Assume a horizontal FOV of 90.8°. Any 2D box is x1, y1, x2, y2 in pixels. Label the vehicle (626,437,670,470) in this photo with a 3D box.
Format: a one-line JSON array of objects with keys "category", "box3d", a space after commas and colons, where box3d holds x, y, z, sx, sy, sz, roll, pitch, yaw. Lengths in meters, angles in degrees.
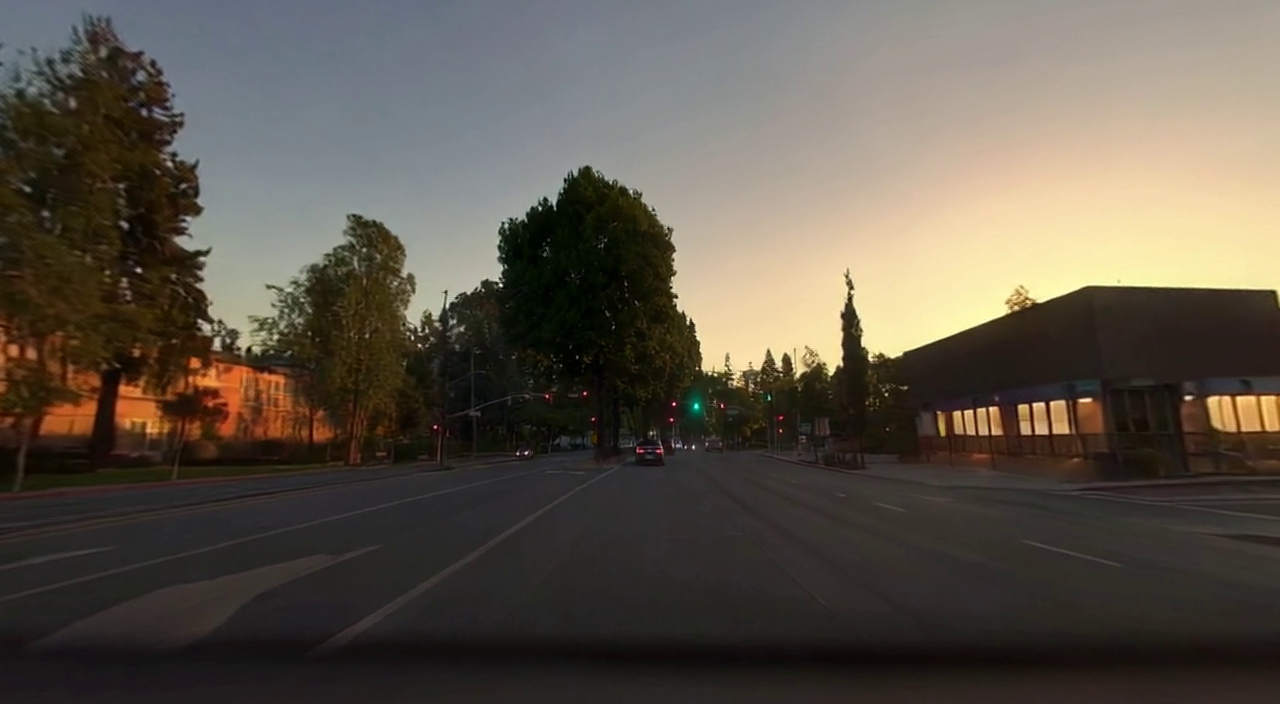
[{"category": "vehicle", "box3d": [0.471, 5.140, 32.147, 2.037, 1.568, 3.693, -1, -8, 4]}]
